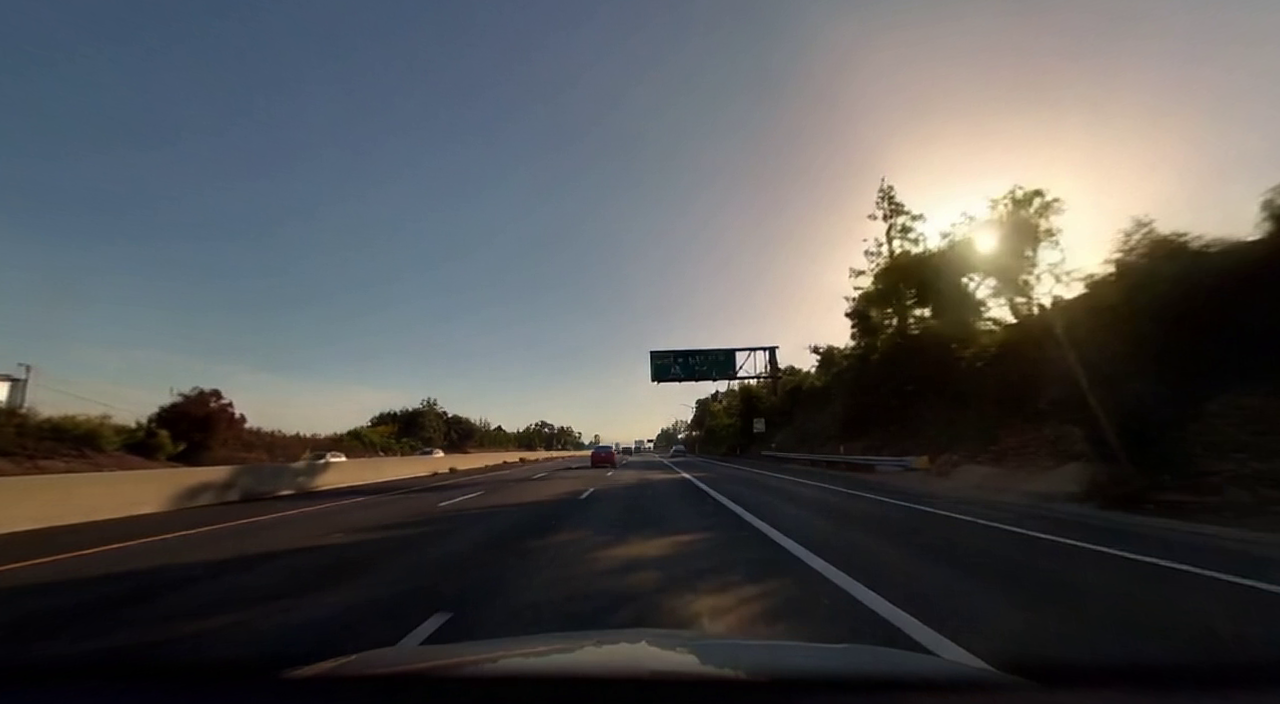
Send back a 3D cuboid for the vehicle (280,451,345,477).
[{"bbox_3d":[-24.533,8.378,47.436,2.199,1.807,4.833,0,-8,1],"label":"vehicle"}]
